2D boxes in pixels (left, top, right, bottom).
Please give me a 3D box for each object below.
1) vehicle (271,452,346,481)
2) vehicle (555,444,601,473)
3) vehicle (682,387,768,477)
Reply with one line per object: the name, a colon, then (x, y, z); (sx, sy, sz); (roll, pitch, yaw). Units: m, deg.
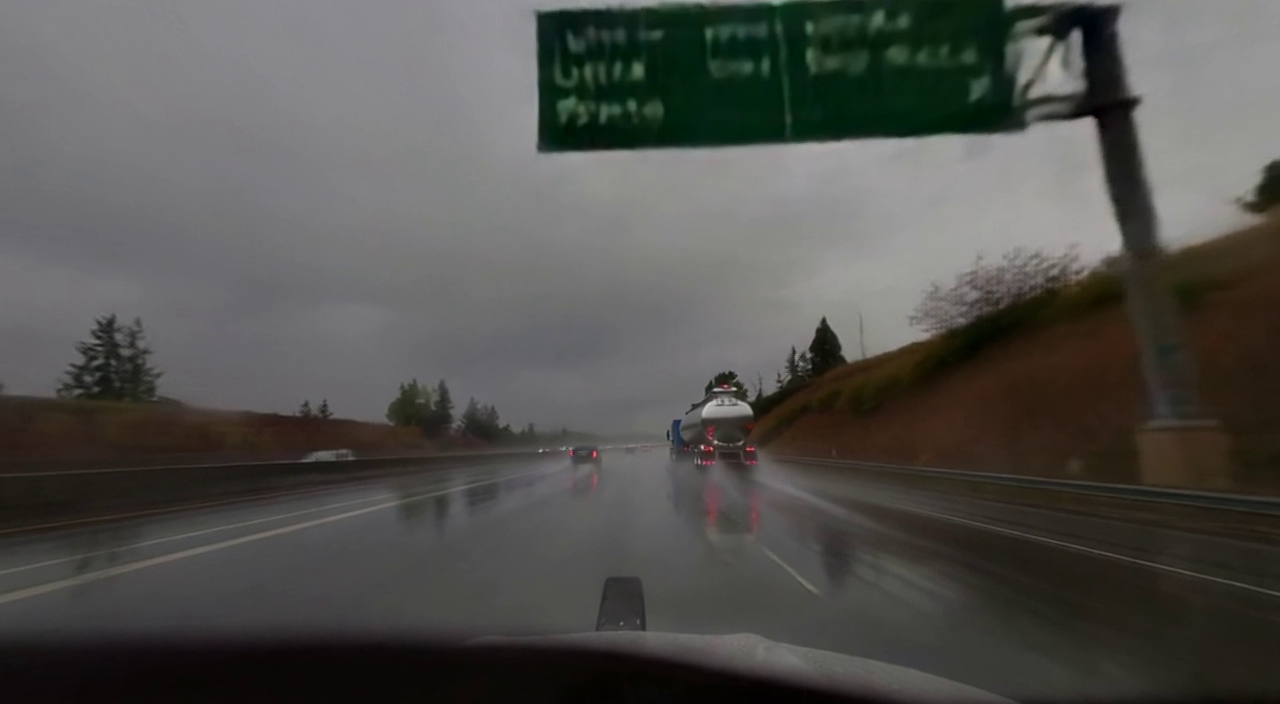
vehicle: (-19.185, 6.616, 36.760); (1.892, 1.502, 4.488); (0, -9, 0)
vehicle: (-3.297, 5.764, 34.472); (1.986, 1.458, 4.506); (0, -9, 1)
vehicle: (3.874, 4.054, 31.207); (2.759, 3.734, 9.708); (0, -9, -1)
